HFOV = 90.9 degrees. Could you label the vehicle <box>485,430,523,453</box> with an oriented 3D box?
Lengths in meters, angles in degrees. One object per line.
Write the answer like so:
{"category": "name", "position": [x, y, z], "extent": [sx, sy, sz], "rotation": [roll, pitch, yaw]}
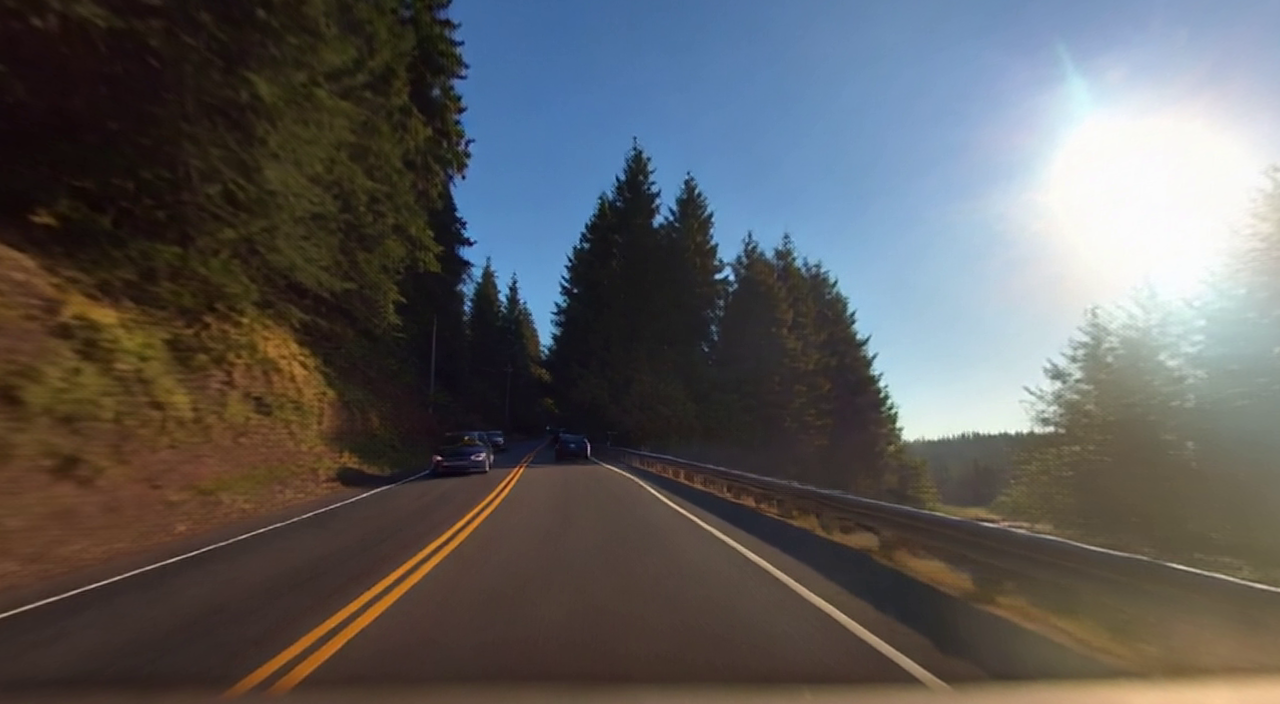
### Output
{"category": "vehicle", "position": [-9.625, 6.381, 44.919], "extent": [2.200, 1.588, 4.150], "rotation": [1, -8, -7]}

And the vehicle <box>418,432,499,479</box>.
{"category": "vehicle", "position": [-6.528, 3.749, 23.199], "extent": [2.133, 1.526, 4.308], "rotation": [1, -8, -6]}

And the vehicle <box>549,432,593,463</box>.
{"category": "vehicle", "position": [-3.713, 5.004, 33.298], "extent": [2.120, 1.491, 4.349], "rotation": [1, -8, -8]}
